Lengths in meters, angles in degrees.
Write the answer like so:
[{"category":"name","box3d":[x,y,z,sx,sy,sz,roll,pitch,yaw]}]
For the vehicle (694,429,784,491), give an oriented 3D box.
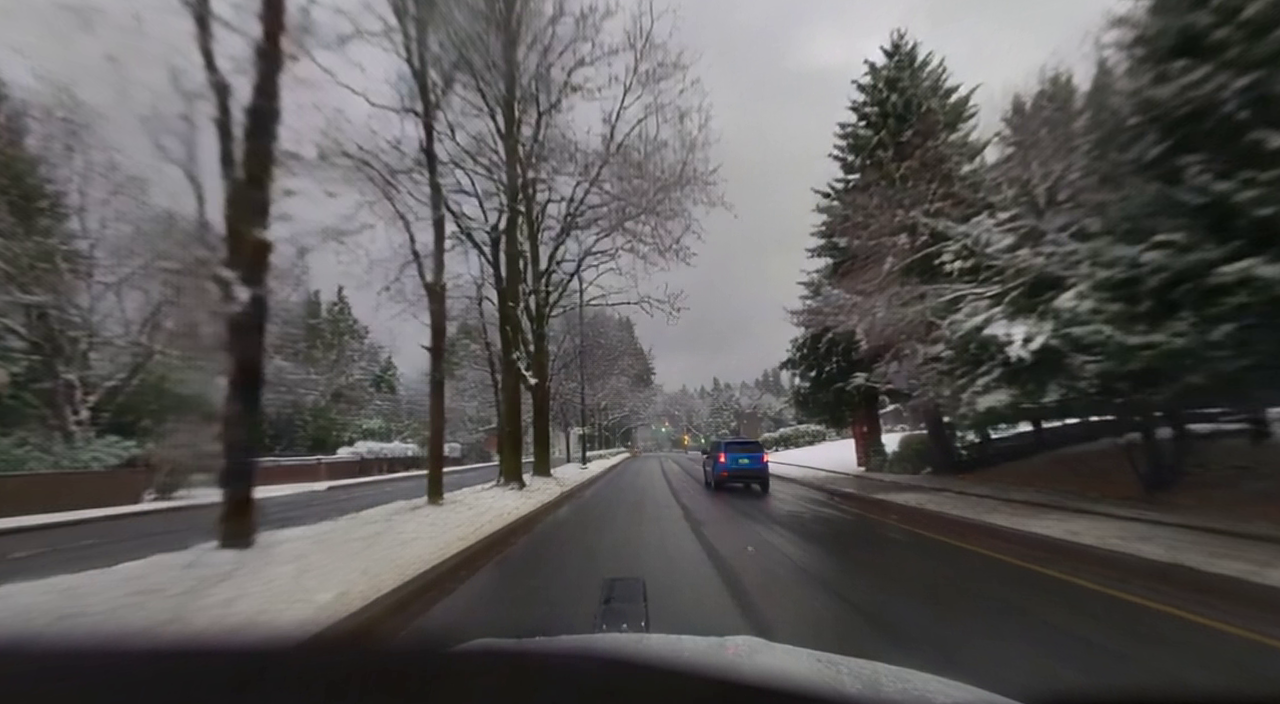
[{"category":"vehicle","box3d":[3.059,3.466,20.572,2.180,1.773,4.639,0,-8,0]}]
